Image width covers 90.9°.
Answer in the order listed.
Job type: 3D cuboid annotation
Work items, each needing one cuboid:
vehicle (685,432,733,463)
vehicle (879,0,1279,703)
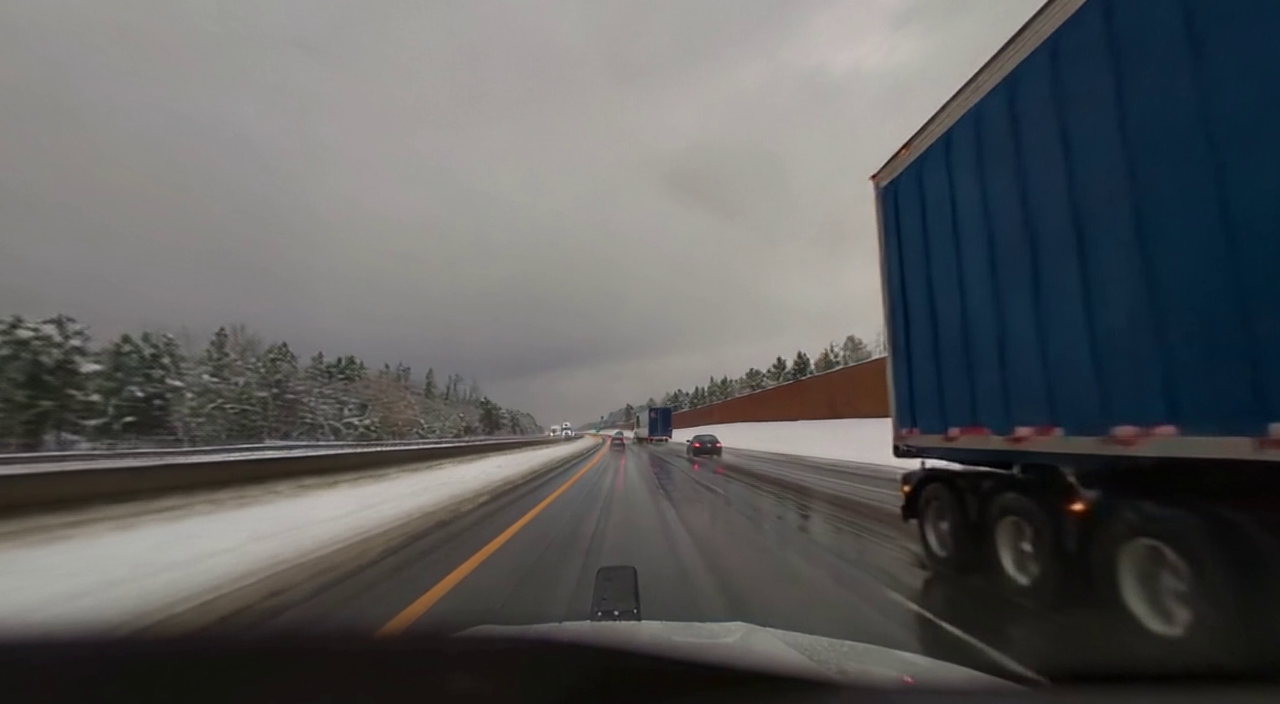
[{"bbox_3d":[3.457,4.854,32.326,1.813,1.454,4.197,0,-7,-3],"label":"vehicle"},{"bbox_3d":[4.303,-0.239,3.781,3.048,4.142,6.359,0,-7,-1],"label":"vehicle"}]
